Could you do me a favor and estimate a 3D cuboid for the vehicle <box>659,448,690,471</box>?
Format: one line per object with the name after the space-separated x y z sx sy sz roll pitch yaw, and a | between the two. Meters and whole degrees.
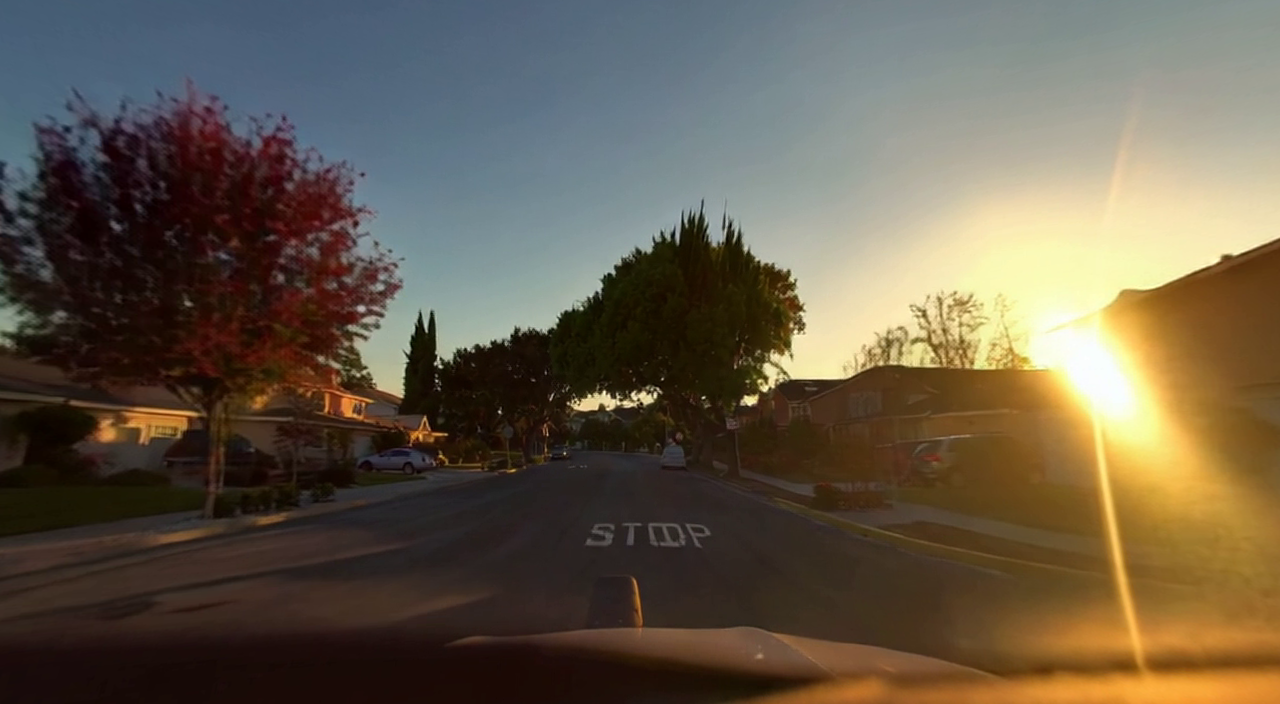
2.465 7.796 45.978 1.975 1.528 4.000 0 -9 0 | vehicle

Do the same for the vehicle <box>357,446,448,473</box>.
-13.966 6.363 37.356 4.572 1.522 1.999 1 -9 -5 | vehicle

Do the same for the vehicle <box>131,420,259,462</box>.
-19.227 3.879 27.453 4.093 1.661 1.765 0 -9 -6 | vehicle
